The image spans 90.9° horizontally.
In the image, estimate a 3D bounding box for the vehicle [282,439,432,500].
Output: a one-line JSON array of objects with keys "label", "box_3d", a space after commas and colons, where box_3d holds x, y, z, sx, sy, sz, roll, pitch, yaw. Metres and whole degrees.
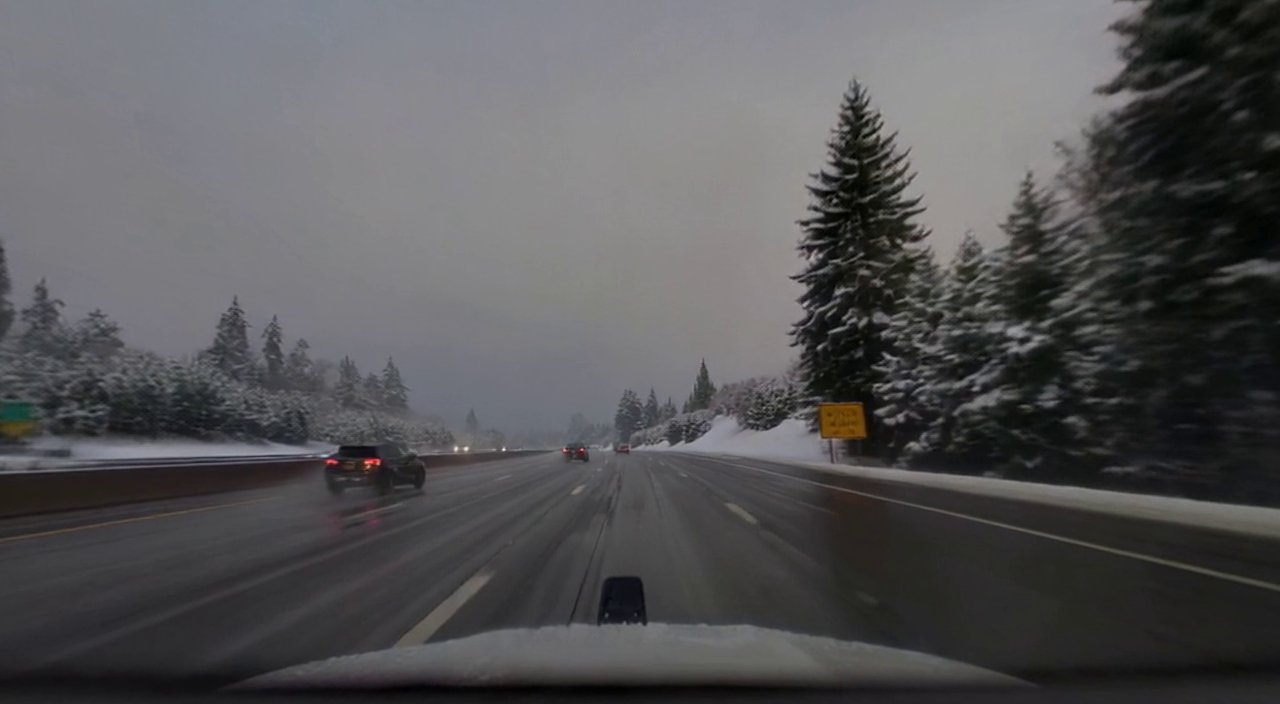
[{"label": "vehicle", "box_3d": [-7.698, 3.215, 17.797, 2.038, 1.463, 4.656, 0, -8, 1]}]

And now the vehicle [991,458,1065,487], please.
[{"label": "vehicle", "box_3d": [22.172, 6.883, 36.246, 2.005, 1.478, 4.056, -1, -8, 6]}]

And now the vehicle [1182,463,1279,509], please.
[{"label": "vehicle", "box_3d": [23.637, 5.067, 24.254, 1.950, 1.462, 4.391, -1, -8, 6]}]

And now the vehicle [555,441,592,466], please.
[{"label": "vehicle", "box_3d": [-4.112, 6.323, 39.494, 1.936, 1.465, 4.060, 0, -8, -1]}]
